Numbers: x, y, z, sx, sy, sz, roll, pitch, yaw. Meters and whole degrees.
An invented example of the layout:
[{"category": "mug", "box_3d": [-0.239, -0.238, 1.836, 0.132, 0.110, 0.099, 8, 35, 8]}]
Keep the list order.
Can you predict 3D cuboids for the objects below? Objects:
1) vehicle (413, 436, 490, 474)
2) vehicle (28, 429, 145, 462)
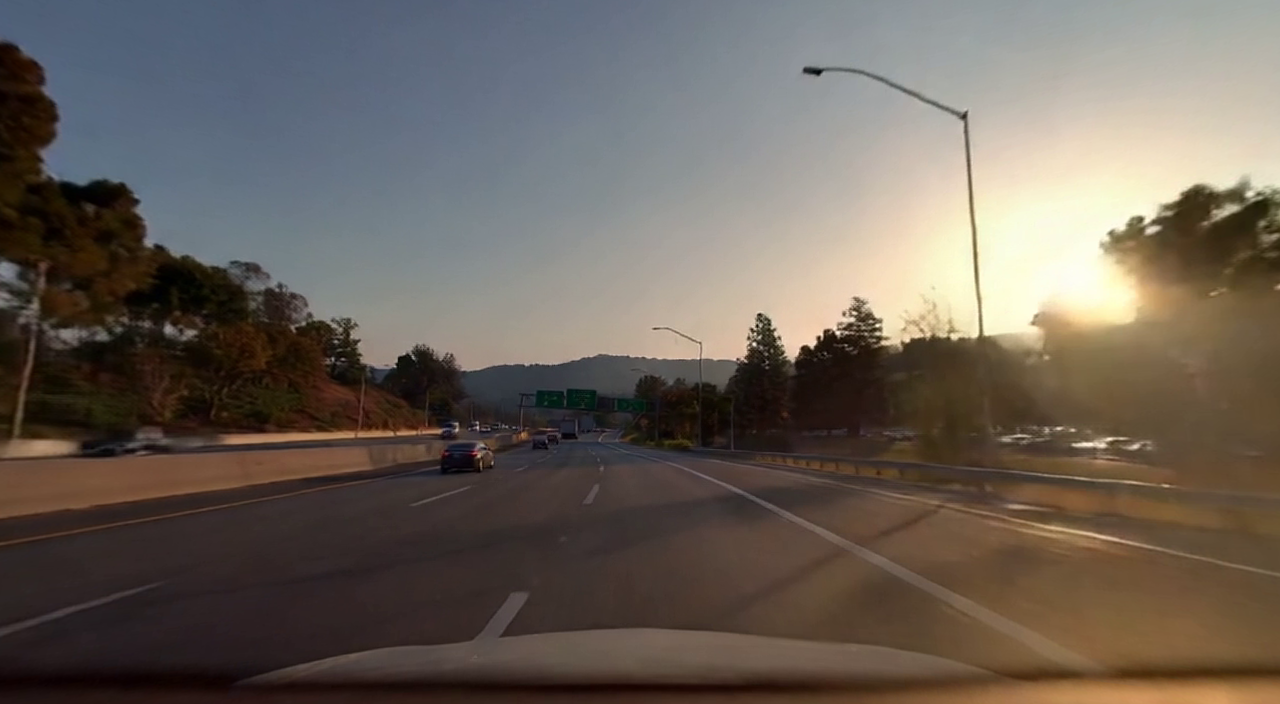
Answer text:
[{"category": "vehicle", "box_3d": [-7.952, 4.373, 27.113, 2.025, 1.494, 4.495, 0, -8, -2]}, {"category": "vehicle", "box_3d": [-26.803, 4.569, 30.772, 1.857, 1.473, 4.376, 0, -8, -2]}]
